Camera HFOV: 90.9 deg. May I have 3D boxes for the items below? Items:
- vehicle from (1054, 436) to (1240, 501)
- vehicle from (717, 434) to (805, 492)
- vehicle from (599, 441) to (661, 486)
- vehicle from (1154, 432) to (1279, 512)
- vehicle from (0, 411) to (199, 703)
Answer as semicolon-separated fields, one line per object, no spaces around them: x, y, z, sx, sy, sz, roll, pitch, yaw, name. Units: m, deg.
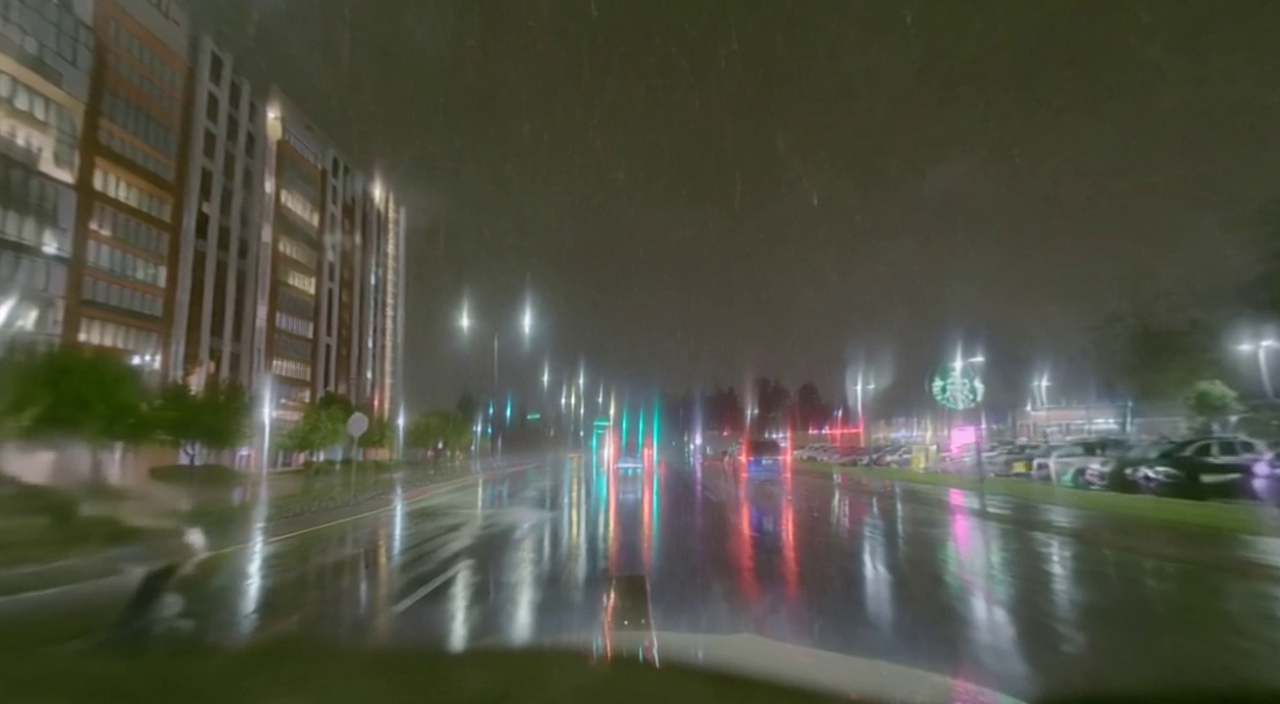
13.143;2.954;16.384;3.972;1.504;1.976;3;-9;-22;vehicle
3.837;3.595;20.769;2.007;1.683;4.171;0;-8;-1;vehicle
-0.338;4.012;22.975;2.059;1.477;3.988;0;-8;0;vehicle
13.498;2.520;13.637;4.312;1.485;1.995;4;-10;-27;vehicle
-3.844;0.851;1.682;2.029;1.482;4.591;0;-8;0;vehicle
